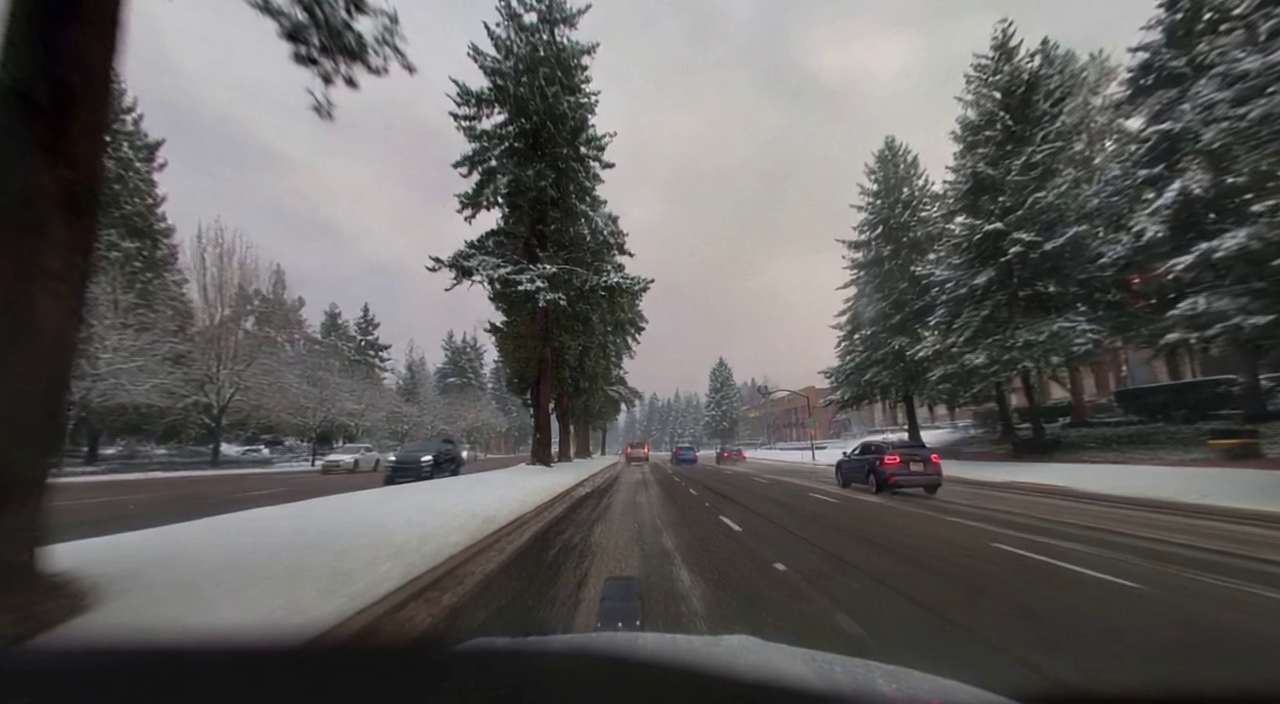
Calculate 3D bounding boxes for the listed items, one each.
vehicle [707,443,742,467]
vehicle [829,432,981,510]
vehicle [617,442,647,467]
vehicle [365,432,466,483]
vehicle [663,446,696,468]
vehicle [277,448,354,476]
[{"bbox_3d":[6.099,7.487,46.004,1.931,1.685,4.054,0,-9,-2],"label":"vehicle"},{"bbox_3d":[6.674,3.028,16.554,1.987,1.730,4.373,0,-9,-1],"label":"vehicle"},{"bbox_3d":[-0.606,7.643,47.341,2.146,1.800,4.042,0,-9,-1],"label":"vehicle"},{"bbox_3d":[-8.741,4.148,25.108,2.123,1.782,4.622,0,-9,2],"label":"vehicle"},{"bbox_3d":[2.793,7.517,45.537,1.930,1.483,4.471,1,-9,-2],"label":"vehicle"},{"bbox_3d":[-18.266,6.173,35.800,1.817,1.423,4.477,0,-9,2],"label":"vehicle"}]
